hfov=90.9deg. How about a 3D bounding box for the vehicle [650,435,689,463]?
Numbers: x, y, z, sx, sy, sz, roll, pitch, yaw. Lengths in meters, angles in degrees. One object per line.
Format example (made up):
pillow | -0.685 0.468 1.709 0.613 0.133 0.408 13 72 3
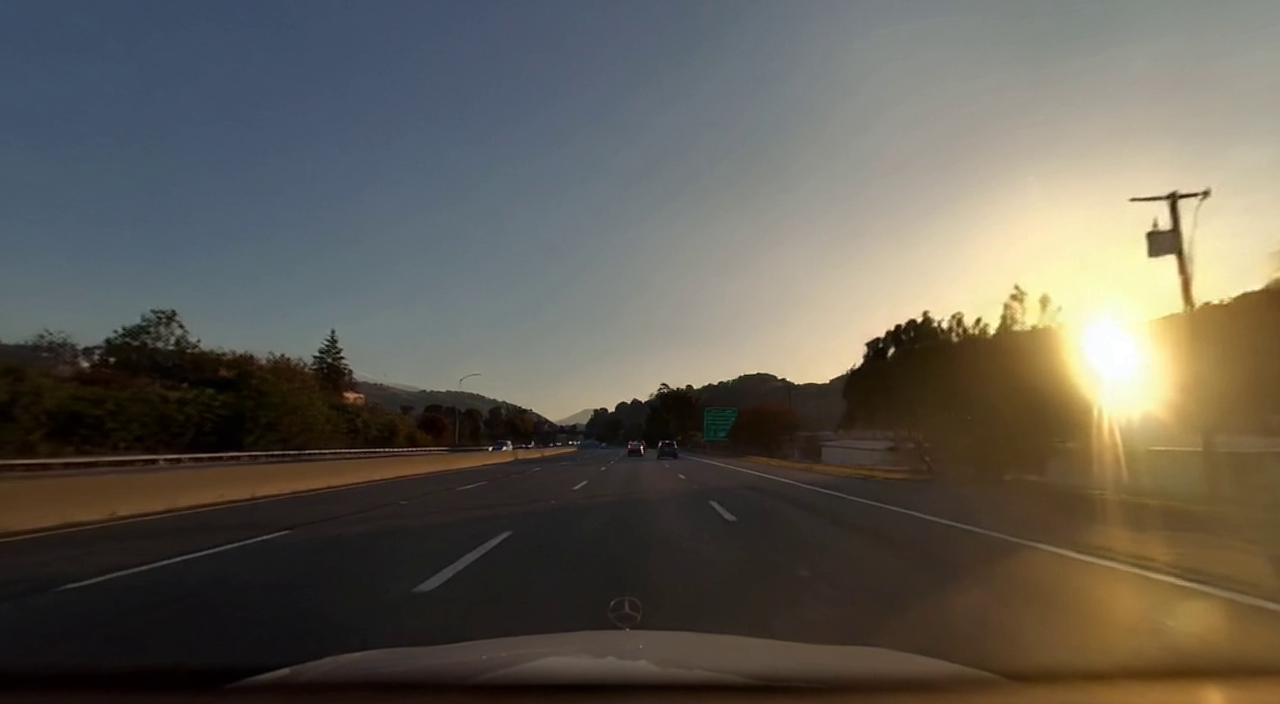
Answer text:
vehicle | 2.147 7.313 47.657 2.431 1.916 4.808 0 -8 -3
